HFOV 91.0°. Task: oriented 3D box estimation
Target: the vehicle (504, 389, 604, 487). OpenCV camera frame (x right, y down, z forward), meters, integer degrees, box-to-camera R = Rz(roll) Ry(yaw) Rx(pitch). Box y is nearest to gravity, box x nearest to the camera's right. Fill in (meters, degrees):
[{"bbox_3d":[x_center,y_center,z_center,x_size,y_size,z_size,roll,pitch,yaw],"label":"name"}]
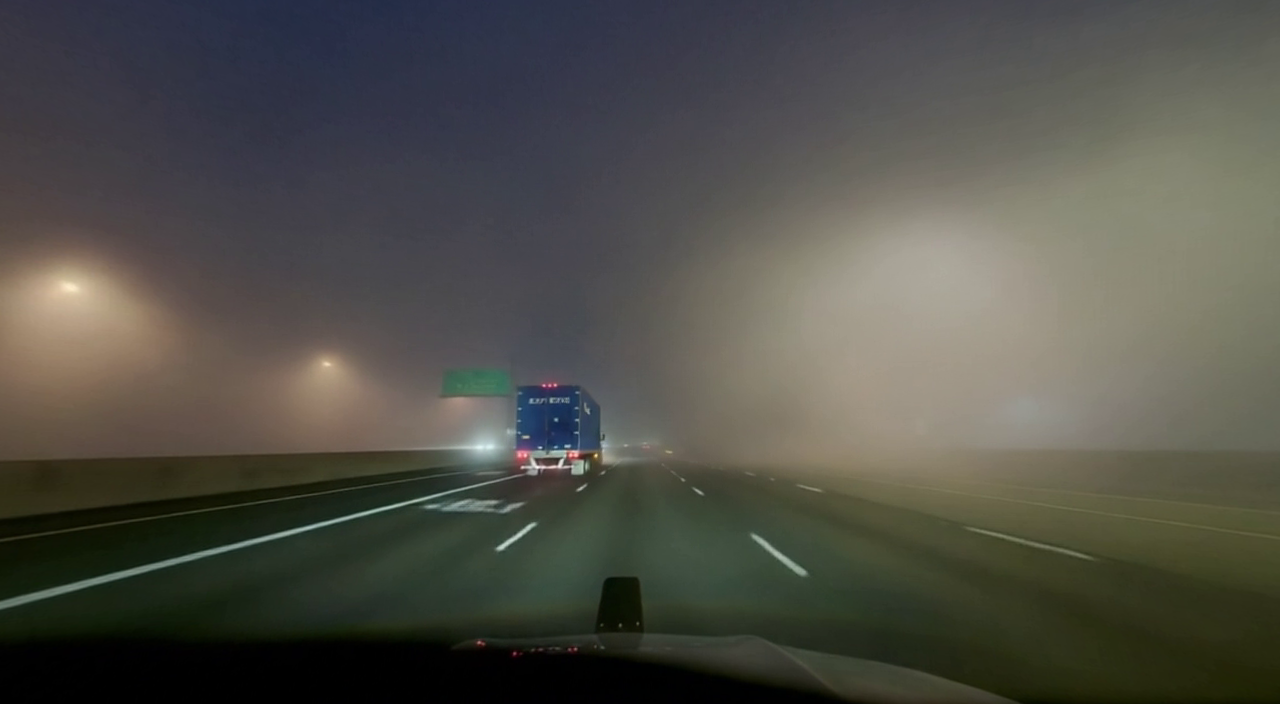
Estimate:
[{"bbox_3d":[-3.257,3.677,26.457,2.922,3.458,8.360,0,-9,1],"label":"vehicle"}]
